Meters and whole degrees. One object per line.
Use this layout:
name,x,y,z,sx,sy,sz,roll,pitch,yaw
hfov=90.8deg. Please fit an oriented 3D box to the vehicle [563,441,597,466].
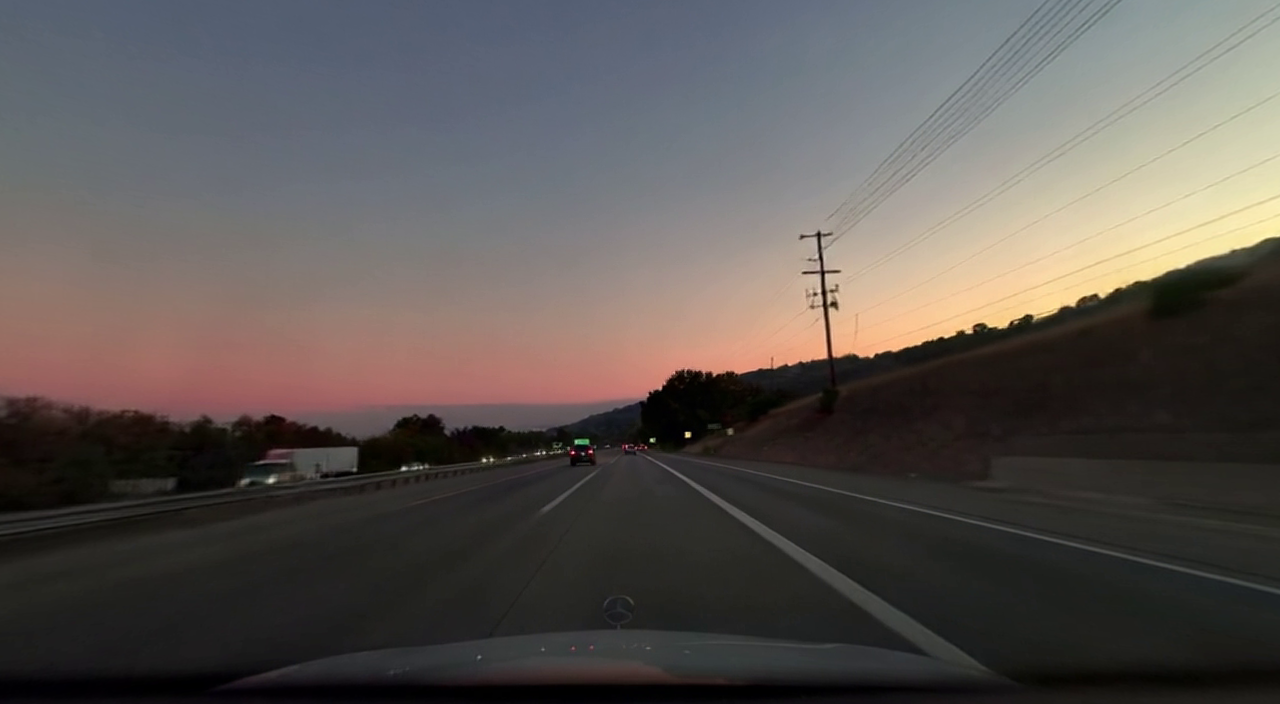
vehicle,-4.602,7.865,49.222,2.130,1.823,4.761,0,-8,0
